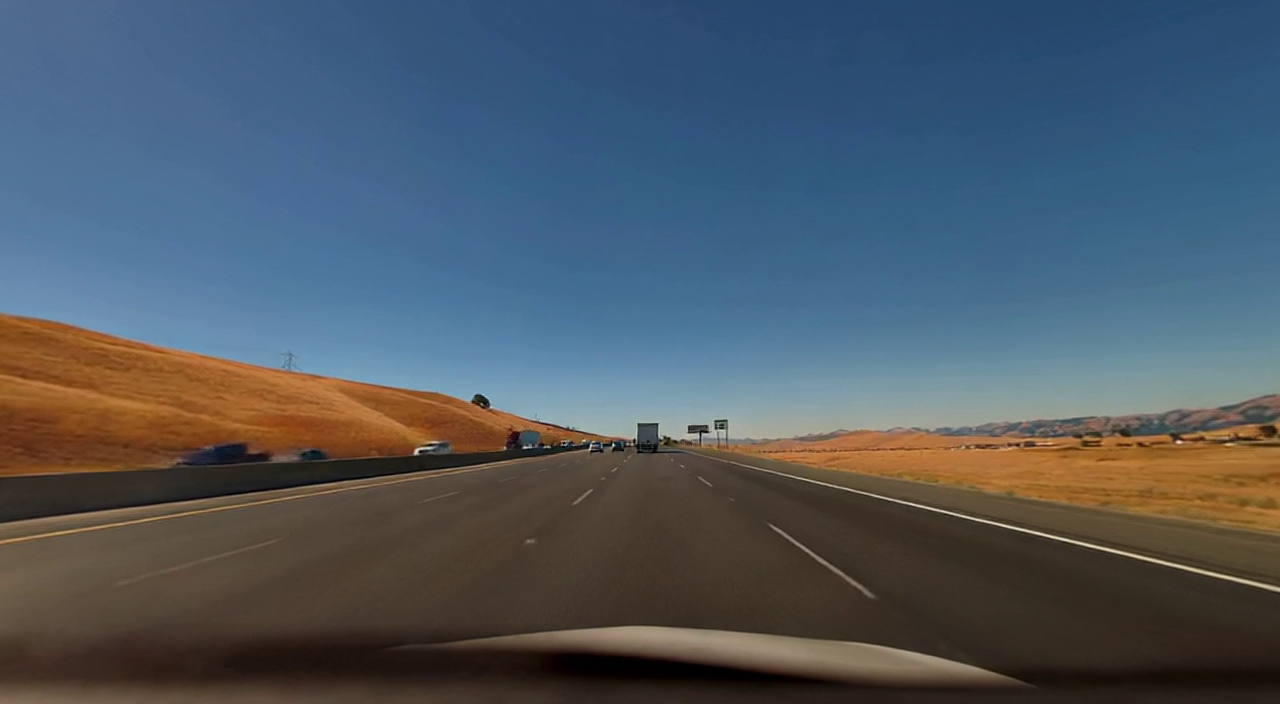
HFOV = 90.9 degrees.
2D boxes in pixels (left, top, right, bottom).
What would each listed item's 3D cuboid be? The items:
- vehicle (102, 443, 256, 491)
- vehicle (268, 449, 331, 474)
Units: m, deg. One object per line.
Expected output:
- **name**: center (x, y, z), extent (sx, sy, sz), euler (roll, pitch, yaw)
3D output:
- **vehicle**: center (-17.094, 4.234, 23.798), extent (2.011, 1.603, 4.968), euler (0, -8, 1)
- **vehicle**: center (-24.482, 7.861, 45.488), extent (1.939, 1.663, 4.554), euler (0, -8, 1)
